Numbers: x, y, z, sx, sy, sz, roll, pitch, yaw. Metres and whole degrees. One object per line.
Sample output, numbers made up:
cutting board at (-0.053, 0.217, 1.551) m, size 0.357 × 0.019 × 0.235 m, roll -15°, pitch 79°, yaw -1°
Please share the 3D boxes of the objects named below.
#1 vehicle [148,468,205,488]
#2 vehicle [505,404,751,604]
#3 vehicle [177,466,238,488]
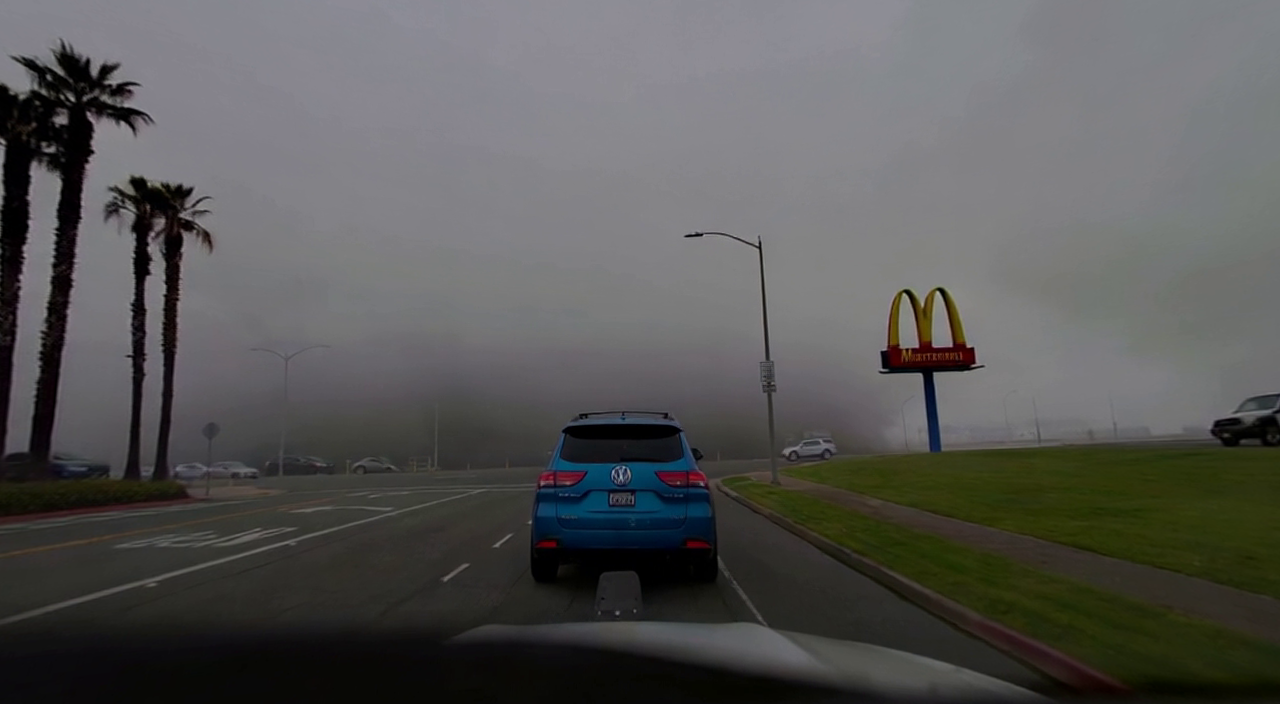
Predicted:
vehicle at (-35.570, 9.666, 48.578) m, size 1.641 × 1.375 × 3.640 m, roll 0°, pitch -9°, yaw 0°
vehicle at (-0.144, 1.622, 7.565) m, size 2.137 × 1.728 × 3.926 m, roll 0°, pitch -9°, yaw -1°
vehicle at (-33.262, 9.604, 48.718) m, size 1.792 × 1.439 × 3.952 m, roll -1°, pitch -9°, yaw 3°
